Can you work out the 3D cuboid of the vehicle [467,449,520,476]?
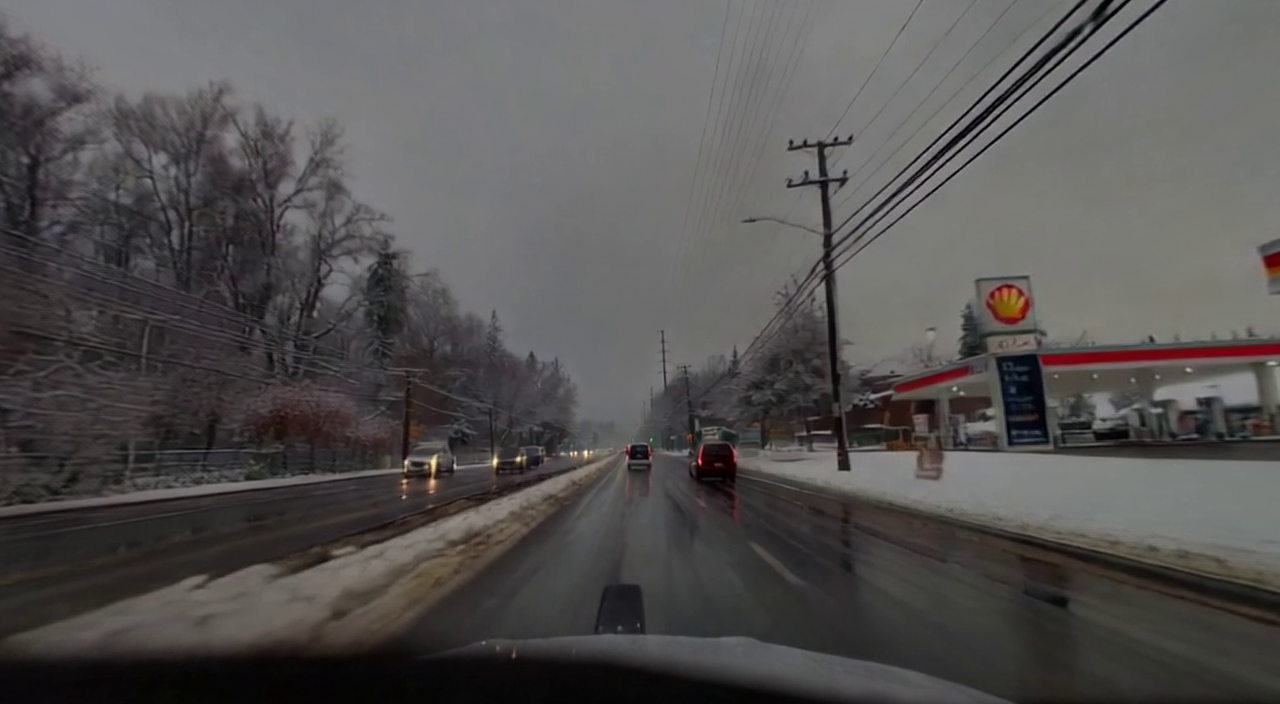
[{"bbox_3d":[-8.724,6.599,38.045,2.180,1.484,4.612,-1,-8,-1],"label":"vehicle"}]

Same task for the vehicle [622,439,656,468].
[{"bbox_3d":[-0.105,6.859,42.970,2.163,1.825,4.073,-1,-8,-1],"label":"vehicle"}]

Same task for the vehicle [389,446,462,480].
[{"bbox_3d":[-12.922,6.670,38.521,2.415,1.828,5.778,-1,-8,0],"label":"vehicle"}]

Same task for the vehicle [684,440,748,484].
[{"bbox_3d":[3.022,4.457,25.957,1.990,1.592,4.294,-1,-8,-1],"label":"vehicle"}]
